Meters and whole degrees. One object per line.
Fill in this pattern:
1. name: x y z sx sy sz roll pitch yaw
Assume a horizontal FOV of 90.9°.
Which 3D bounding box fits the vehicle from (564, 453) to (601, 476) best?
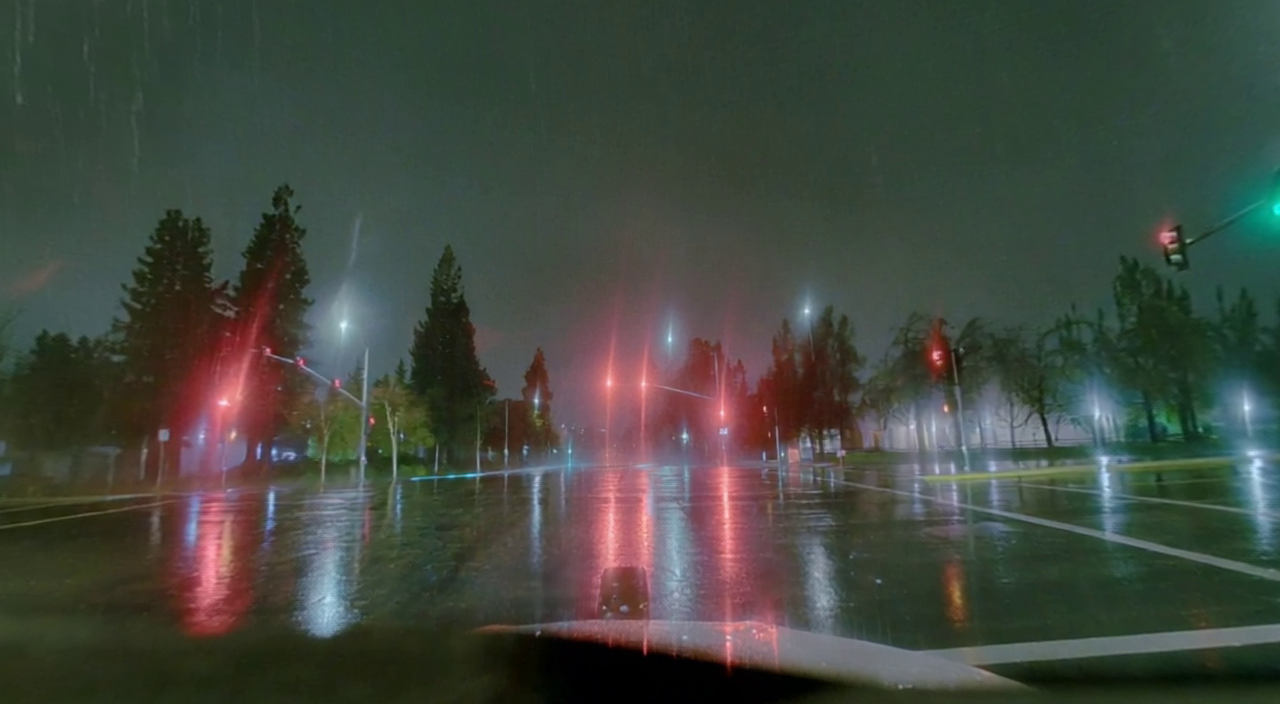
1. vehicle: -4.481 8.846 49.827 2.030 1.704 4.205 -1 -8 7
